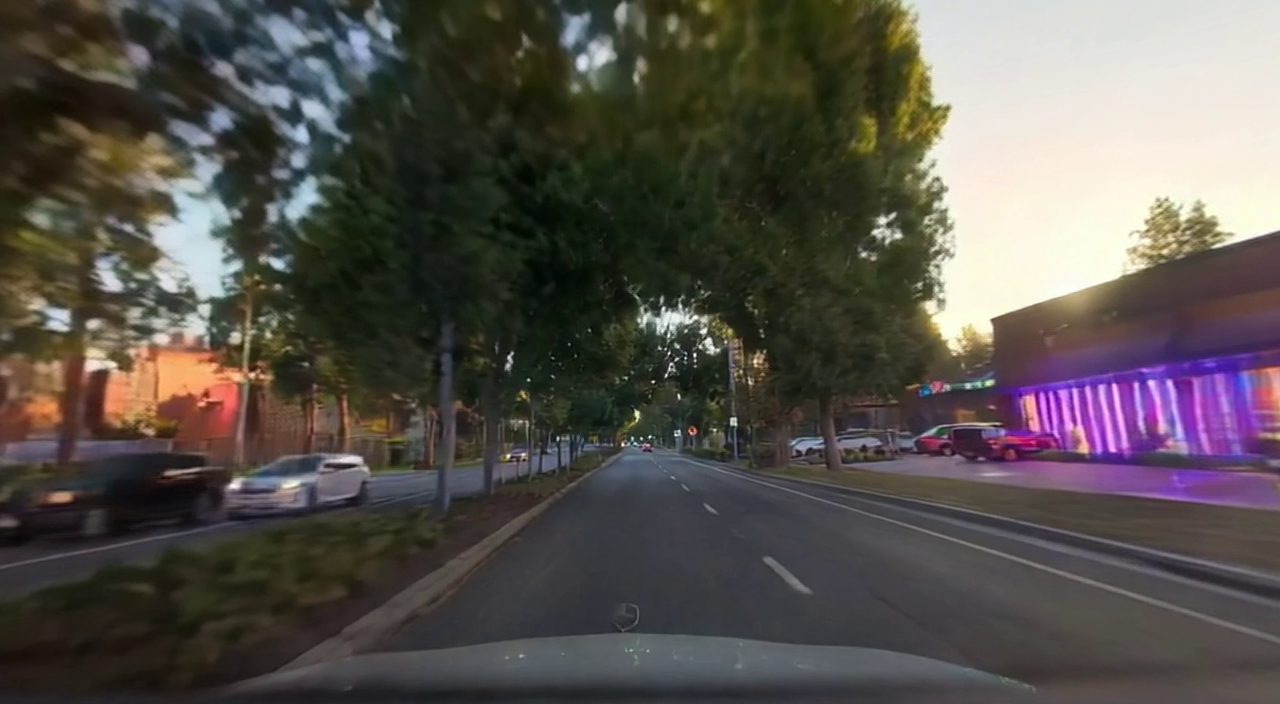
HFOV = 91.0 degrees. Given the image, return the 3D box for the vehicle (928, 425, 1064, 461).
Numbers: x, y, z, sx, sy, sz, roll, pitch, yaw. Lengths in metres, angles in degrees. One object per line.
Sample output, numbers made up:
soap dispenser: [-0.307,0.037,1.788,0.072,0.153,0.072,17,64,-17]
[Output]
vehicle: [16.328,4.211,29.050,4.947,1.587,2.133,0,-9,-2]

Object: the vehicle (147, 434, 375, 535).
vehicle: [-7.721,2.694,13.551,2.129,1.649,4.647,-3,-8,-1]

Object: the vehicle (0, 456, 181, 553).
vehicle: [-10.755,2.746,11.694,1.688,1.419,3.783,-5,-8,-1]

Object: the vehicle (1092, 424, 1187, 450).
vehicle: [29.614,5.118,37.526,1.749,1.436,4.792,0,-9,0]
